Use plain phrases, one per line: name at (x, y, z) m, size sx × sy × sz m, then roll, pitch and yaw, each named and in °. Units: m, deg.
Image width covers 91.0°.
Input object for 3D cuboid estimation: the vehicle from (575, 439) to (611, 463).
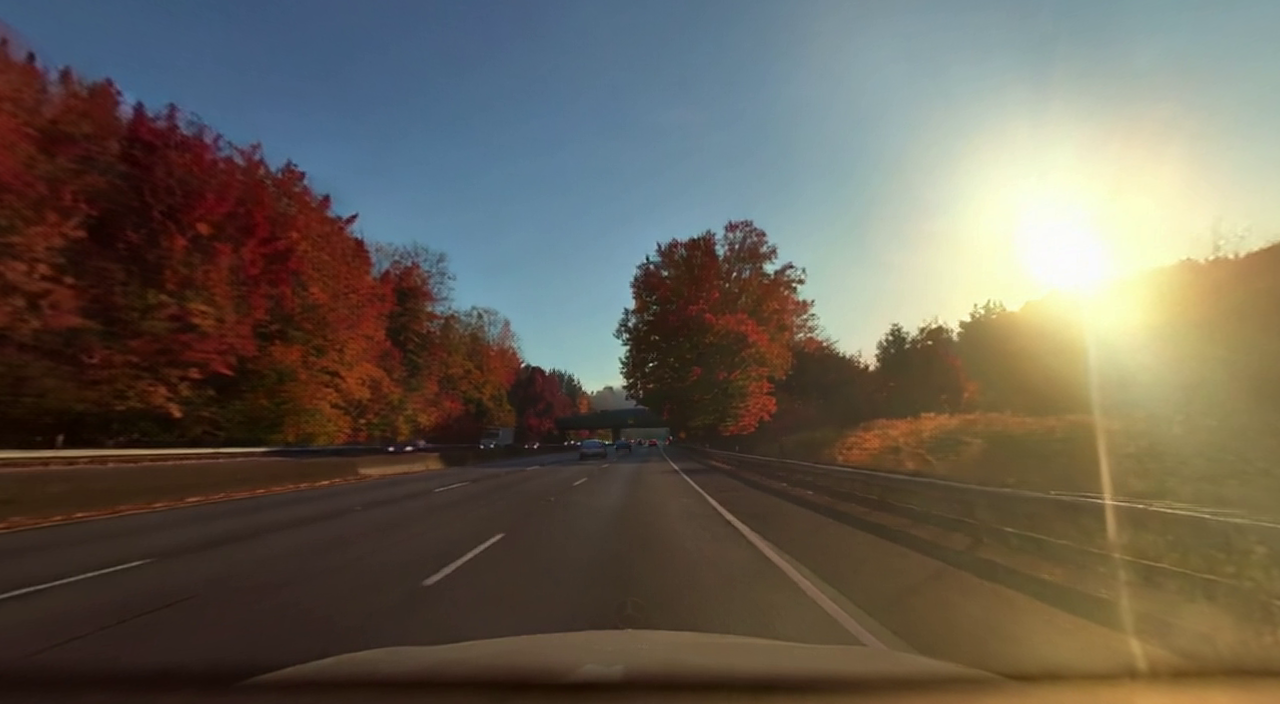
vehicle at (-3.362, 7.190, 45.700) m, size 2.123 × 1.643 × 4.479 m, roll 0°, pitch -8°, yaw 1°
